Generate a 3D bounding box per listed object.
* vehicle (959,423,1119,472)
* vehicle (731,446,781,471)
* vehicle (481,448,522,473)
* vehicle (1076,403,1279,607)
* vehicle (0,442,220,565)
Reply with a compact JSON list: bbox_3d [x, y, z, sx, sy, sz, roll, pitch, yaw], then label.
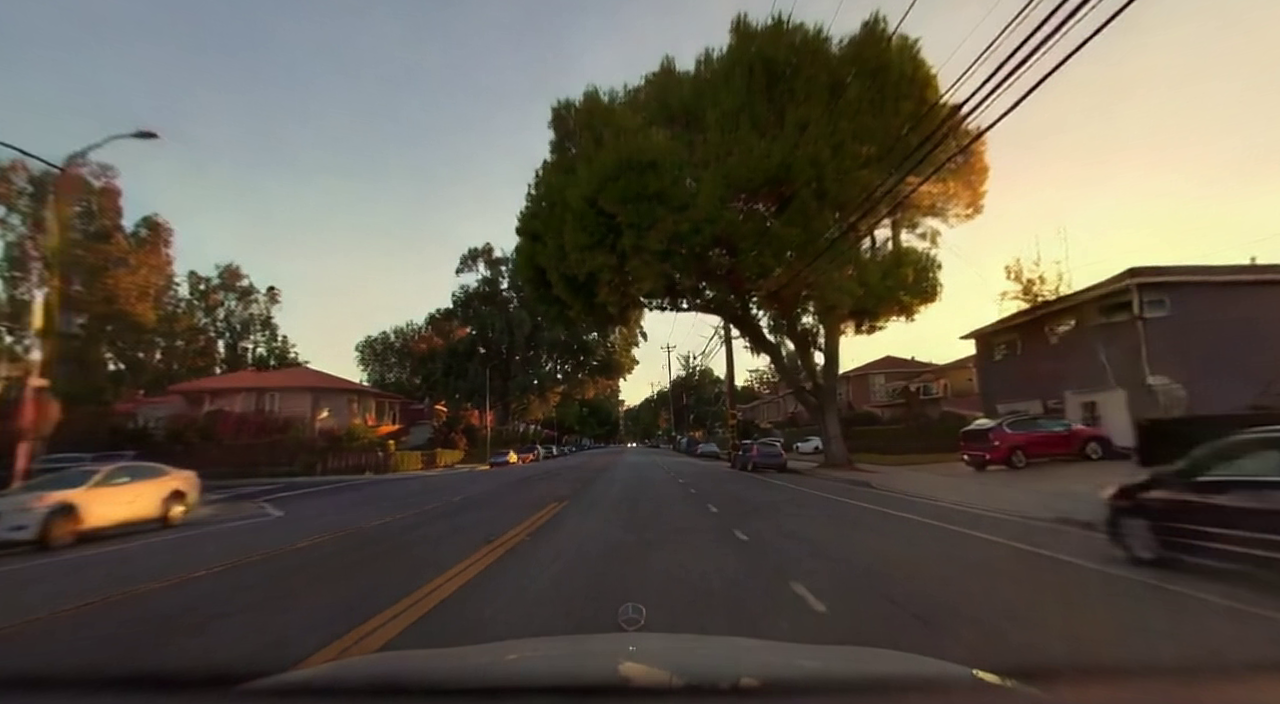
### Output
[{"bbox_3d":[14.466,3.496,23.056,4.479,1.671,1.913,0,-8,1],"label":"vehicle"},{"bbox_3d":[7.077,6.546,38.934,2.070,1.428,4.636,0,-8,-1],"label":"vehicle"},{"bbox_3d":[-10.060,7.904,46.097,1.965,1.675,4.577,0,-8,0],"label":"vehicle"},{"bbox_3d":[6.601,1.323,5.478,2.194,1.741,4.800,0,-8,1],"label":"vehicle"},{"bbox_3d":[-10.495,2.730,12.107,1.984,1.762,4.266,-3,-6,0],"label":"vehicle"}]
